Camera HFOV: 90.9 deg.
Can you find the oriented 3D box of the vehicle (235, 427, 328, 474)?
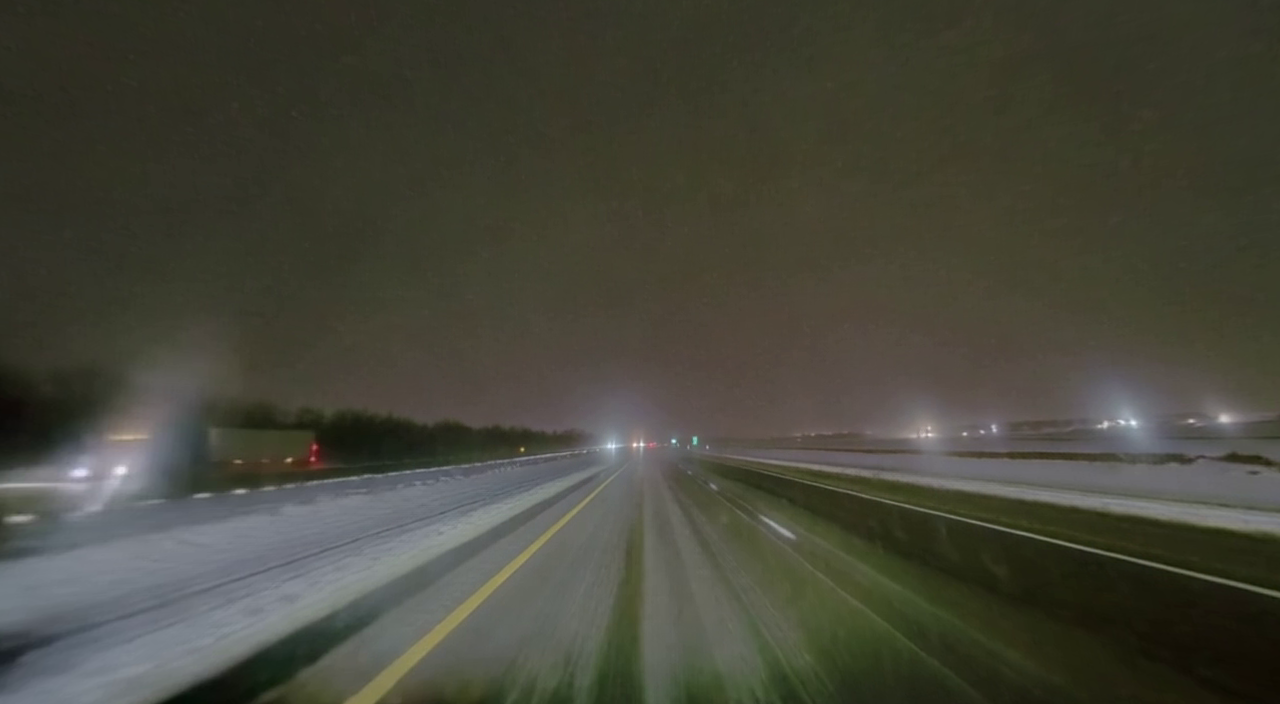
[{"bbox_3d":[-27.483,7.591,48.809,2.698,3.293,7.299,-1,-8,1],"label":"vehicle"}]

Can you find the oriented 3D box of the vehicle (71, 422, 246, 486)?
[{"bbox_3d":[-27.617,5.904,37.007,2.887,3.239,9.240,0,-8,0],"label":"vehicle"}]
